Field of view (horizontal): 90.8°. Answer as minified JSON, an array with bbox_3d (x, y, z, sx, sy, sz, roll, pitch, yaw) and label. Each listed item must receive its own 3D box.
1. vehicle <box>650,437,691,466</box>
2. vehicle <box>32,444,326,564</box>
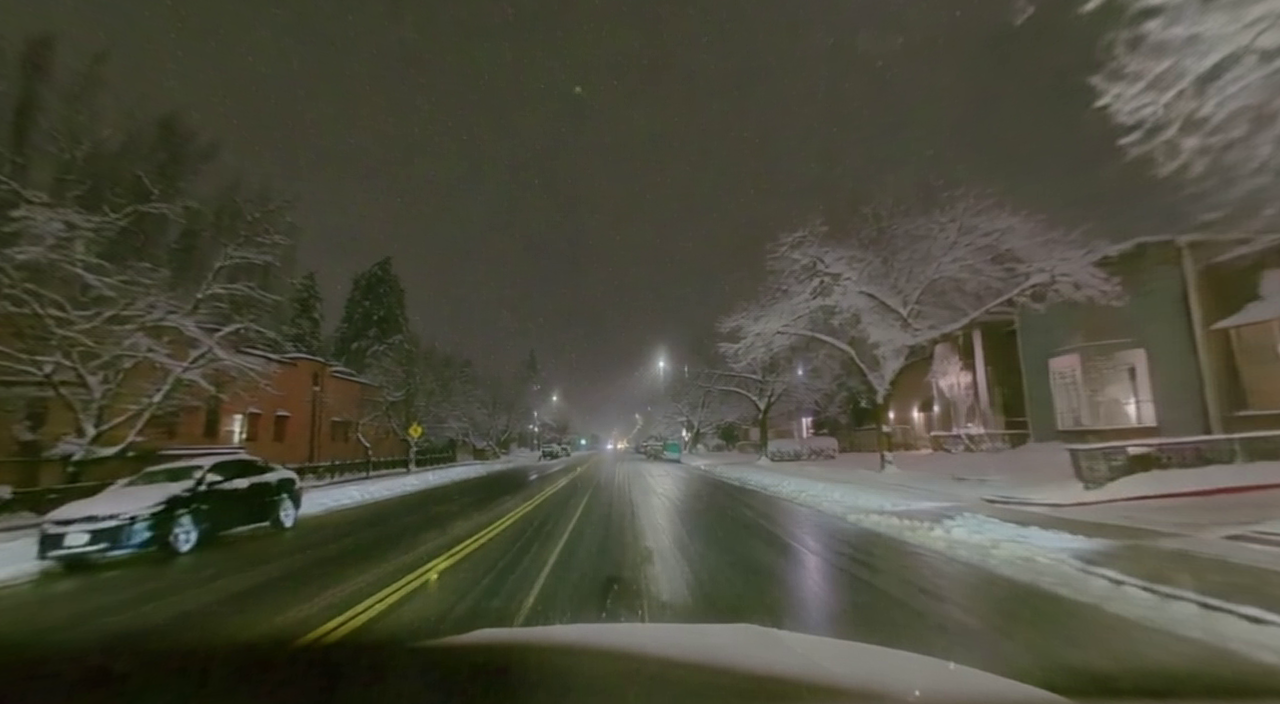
[{"bbox_3d":[2.031,6.911,43.961,2.248,1.821,5.021,0,-9,-4],"label":"vehicle"},{"bbox_3d":[-7.513,2.441,11.031,1.928,1.537,4.439,-2,-8,-2],"label":"vehicle"}]
